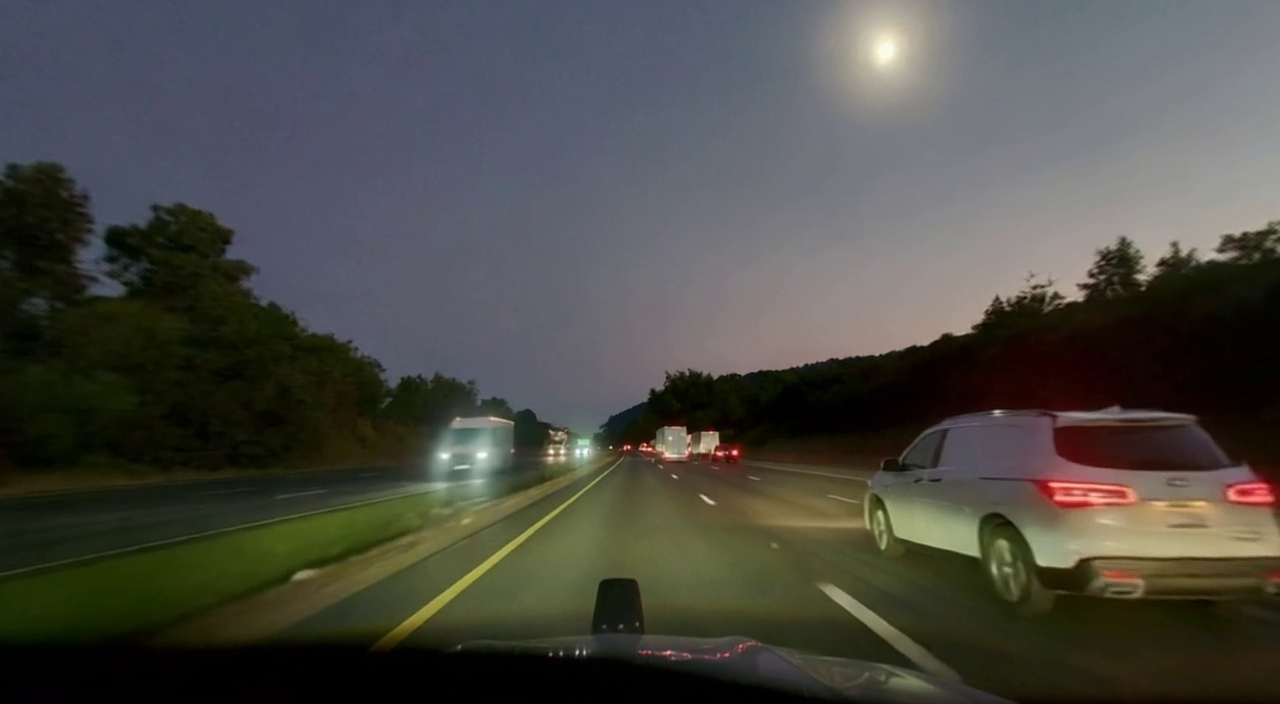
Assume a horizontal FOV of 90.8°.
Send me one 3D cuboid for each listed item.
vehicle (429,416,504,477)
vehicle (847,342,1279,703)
[{"bbox_3d":[-9.423,5.253,34.958,2.365,2.977,6.633,0,-9,-1],"label":"vehicle"},{"bbox_3d":[3.456,1.176,4.904,2.070,1.751,4.576,0,-9,0],"label":"vehicle"}]
